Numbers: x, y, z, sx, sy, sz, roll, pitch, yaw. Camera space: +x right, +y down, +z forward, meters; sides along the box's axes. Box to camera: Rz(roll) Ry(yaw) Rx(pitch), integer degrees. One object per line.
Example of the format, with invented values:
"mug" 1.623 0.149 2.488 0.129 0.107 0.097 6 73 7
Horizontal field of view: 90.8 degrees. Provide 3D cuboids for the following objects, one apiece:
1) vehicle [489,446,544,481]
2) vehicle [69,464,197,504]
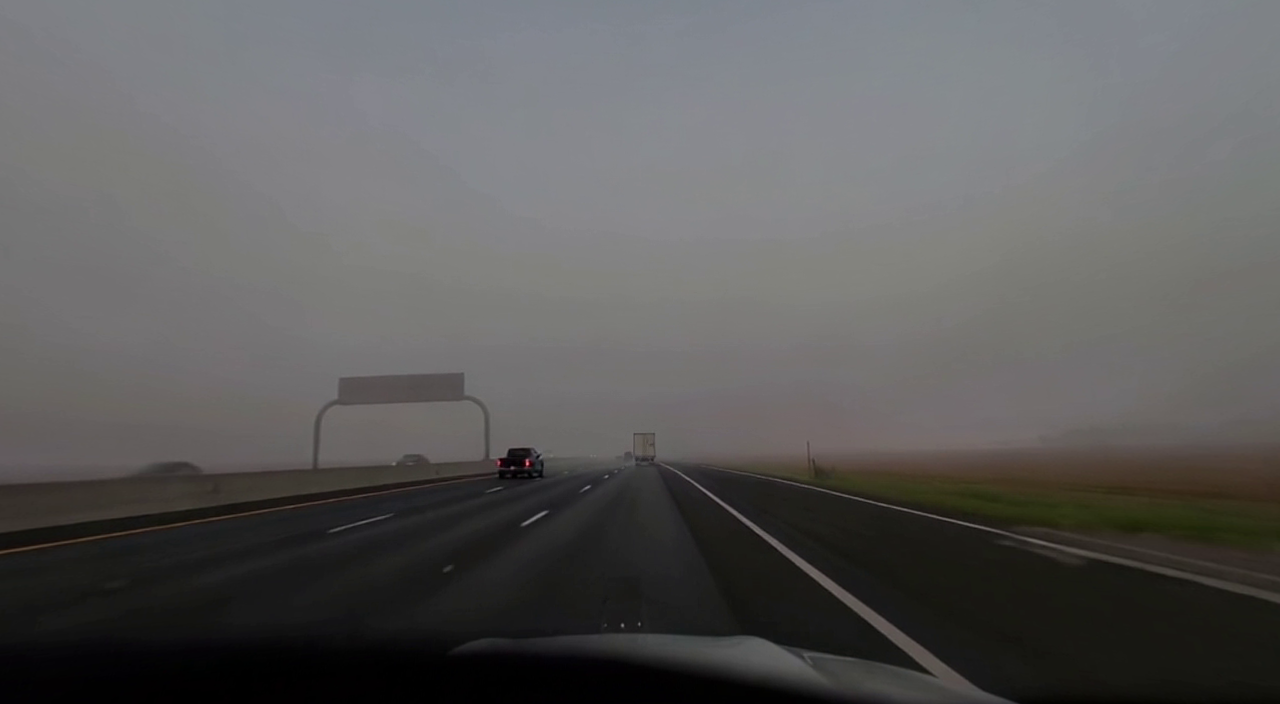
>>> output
"vehicle" -6.947 6.295 35.935 2.052 1.817 4.744 0 -9 1
"vehicle" -21.922 5.683 27.555 1.795 1.484 4.539 0 -9 0
